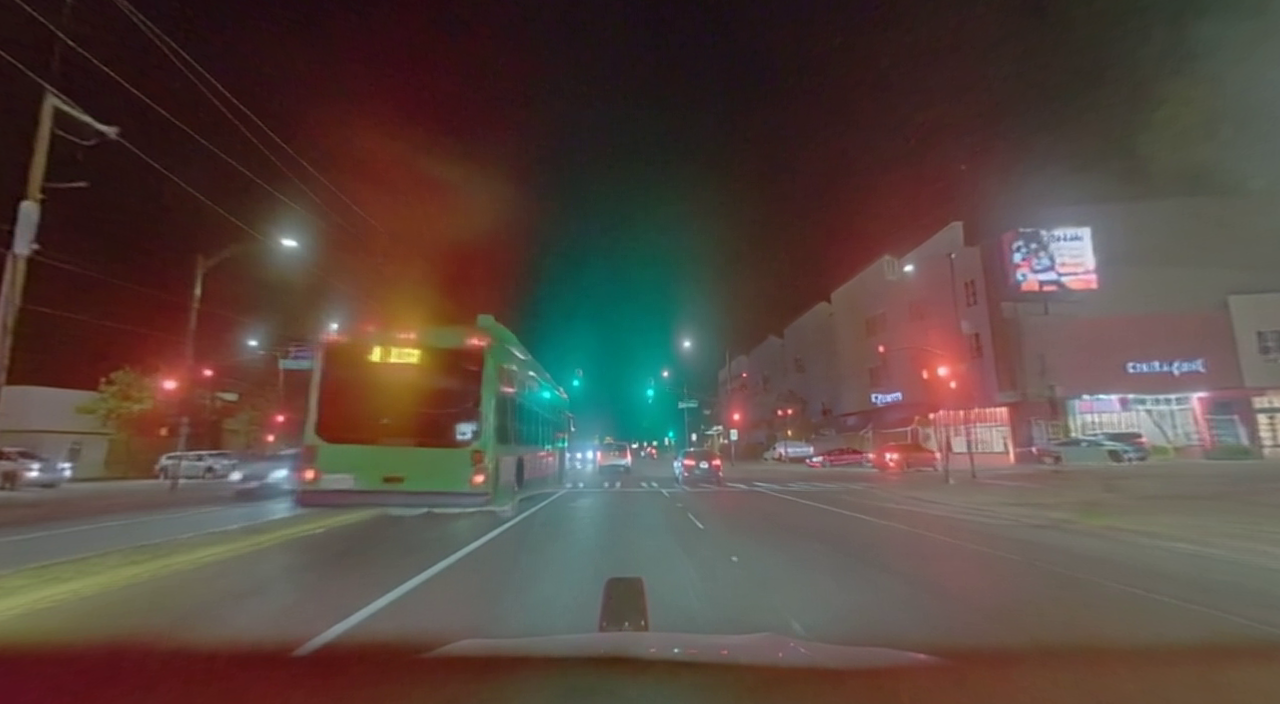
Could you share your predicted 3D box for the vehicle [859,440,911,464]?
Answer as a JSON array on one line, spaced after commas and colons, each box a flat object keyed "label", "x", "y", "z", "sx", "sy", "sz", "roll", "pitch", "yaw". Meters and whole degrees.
[{"label": "vehicle", "x": 19.183, "y": 7.832, "z": 49.507, "sx": 2.143, "sy": 1.731, "sz": 4.290, "roll": 0, "pitch": -9, "yaw": -3}]

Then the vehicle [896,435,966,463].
[{"label": "vehicle", "x": 22.766, "y": 7.582, "z": 49.631, "sx": 2.384, "sy": 1.959, "sz": 5.372, "roll": -2, "pitch": -8, "yaw": -7}]

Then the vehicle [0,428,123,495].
[{"label": "vehicle", "x": -34.230, "y": 5.828, "z": 33.397, "sx": 10.321, "sy": 3.275, "sz": 3.158, "roll": 0, "pitch": -10, "yaw": -4}]

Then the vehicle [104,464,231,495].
[{"label": "vehicle", "x": -24.528, "y": 6.631, "z": 32.854, "sx": 4.868, "sy": 1.434, "sz": 2.115, "roll": 0, "pitch": -8, "yaw": 0}]

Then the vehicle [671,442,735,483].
[{"label": "vehicle", "x": 2.541, "y": 4.587, "z": 26.483, "sx": 2.046, "sy": 1.540, "sz": 3.883, "roll": 0, "pitch": -9, "yaw": -4}]

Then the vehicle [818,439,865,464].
[{"label": "vehicle", "x": 15.805, "y": 7.840, "z": 49.700, "sx": 2.020, "sy": 1.796, "sz": 4.600, "roll": 0, "pitch": -9, "yaw": -2}]

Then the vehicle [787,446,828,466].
[{"label": "vehicle", "x": 12.982, "y": 8.097, "z": 49.108, "sx": 1.860, "sy": 1.443, "sz": 3.772, "roll": 0, "pitch": -9, "yaw": -5}]

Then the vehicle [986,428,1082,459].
[{"label": "vehicle", "x": 30.297, "y": 7.087, "z": 48.581, "sx": 5.954, "sy": 2.283, "sz": 2.137, "roll": 0, "pitch": -9, "yaw": -1}]

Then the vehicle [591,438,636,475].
[{"label": "vehicle", "x": -1.475, "y": 5.629, "z": 34.278, "sx": 2.301, "sy": 1.837, "sz": 4.411, "roll": 0, "pitch": -9, "yaw": -3}]

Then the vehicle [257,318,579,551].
[{"label": "vehicle", "x": -3.719, "y": 2.153, "z": 15.752, "sx": 3.018, "sy": 3.217, "sz": 13.998, "roll": 0, "pitch": -9, "yaw": 0}]

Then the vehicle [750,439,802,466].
[{"label": "vehicle", "x": 10.528, "y": 7.835, "z": 49.151, "sx": 2.304, "sy": 1.907, "sz": 4.844, "roll": 1, "pitch": -9, "yaw": -8}]

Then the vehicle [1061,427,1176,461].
[{"label": "vehicle", "x": 34.804, "y": 6.686, "z": 45.934, "sx": 6.271, "sy": 2.145, "sz": 2.510, "roll": -2, "pitch": -8, "yaw": -2}]
